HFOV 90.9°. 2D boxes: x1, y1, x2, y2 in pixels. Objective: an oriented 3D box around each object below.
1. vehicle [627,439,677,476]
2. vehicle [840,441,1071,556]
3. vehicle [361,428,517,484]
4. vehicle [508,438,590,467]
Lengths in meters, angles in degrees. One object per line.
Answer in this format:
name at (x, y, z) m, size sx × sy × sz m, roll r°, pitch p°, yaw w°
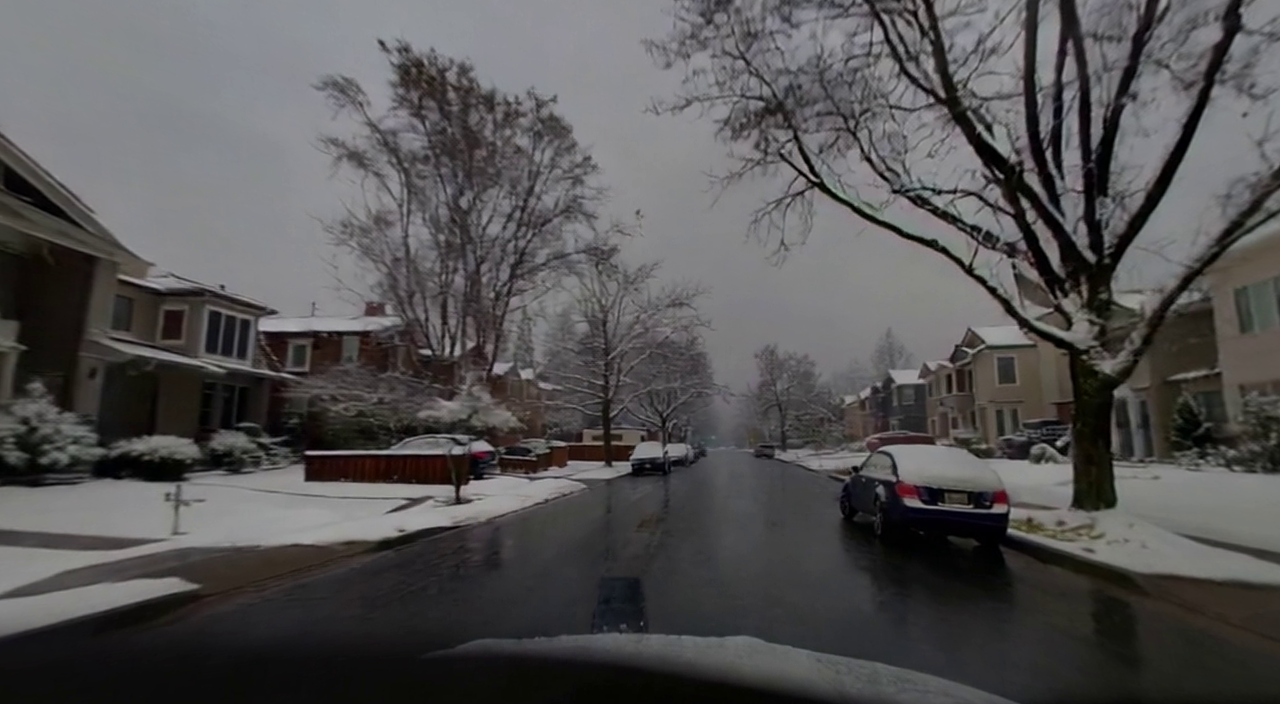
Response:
vehicle at (0.649, 5.162, 30.984) m, size 1.974 × 1.664 × 4.539 m, roll -1°, pitch -9°, yaw 7°
vehicle at (4.673, 2.157, 10.223) m, size 1.996 × 1.409 × 4.446 m, roll -1°, pitch -8°, yaw 8°
vehicle at (-6.621, 3.424, 20.971) m, size 4.480 × 1.740 × 1.988 m, roll -2°, pitch -8°, yaw 13°
vehicle at (-5.353, 5.942, 37.523) m, size 4.414 × 1.658 × 1.988 m, roll -1°, pitch -8°, yaw 8°
